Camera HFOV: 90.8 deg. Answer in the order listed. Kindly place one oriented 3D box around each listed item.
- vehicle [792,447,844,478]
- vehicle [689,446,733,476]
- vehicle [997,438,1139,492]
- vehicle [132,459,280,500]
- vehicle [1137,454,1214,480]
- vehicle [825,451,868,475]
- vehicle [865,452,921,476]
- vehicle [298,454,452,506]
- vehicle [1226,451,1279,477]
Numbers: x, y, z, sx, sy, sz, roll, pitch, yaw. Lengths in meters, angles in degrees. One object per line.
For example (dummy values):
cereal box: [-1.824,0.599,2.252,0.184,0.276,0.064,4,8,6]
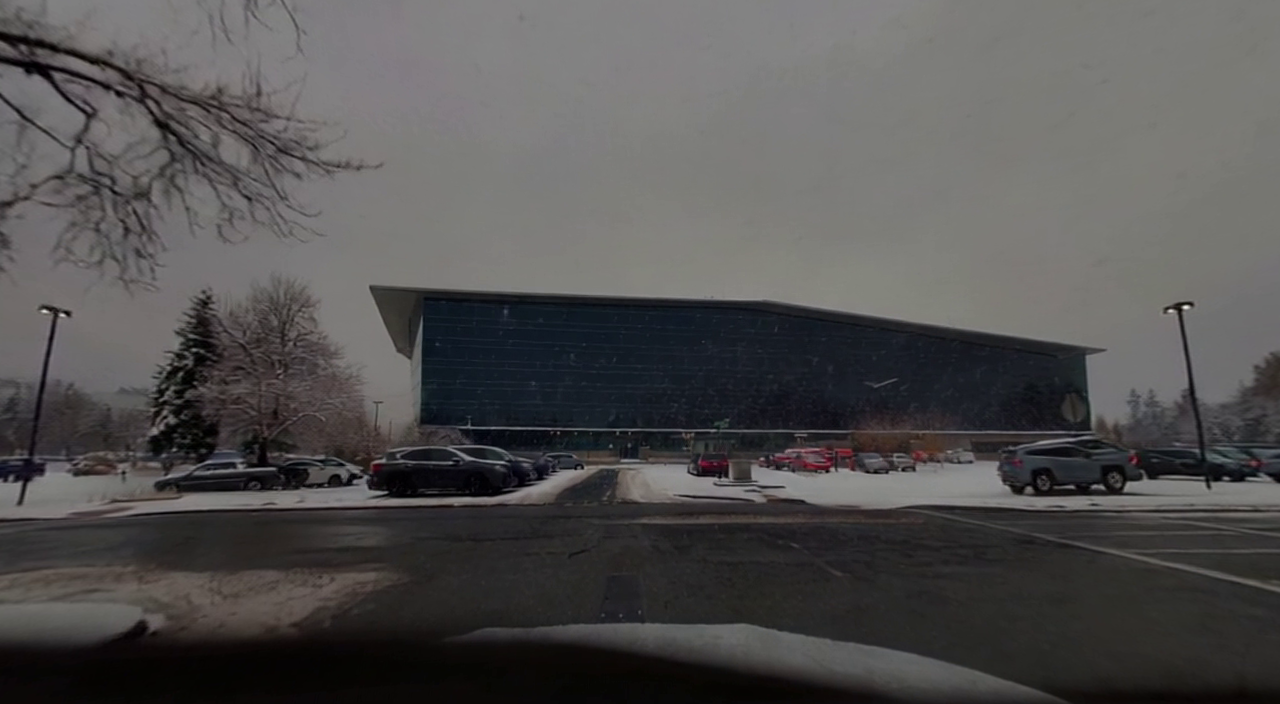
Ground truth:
vehicle: [10.524,6.544,37.659,1.936,1.673,4.305,0,-8,2]
vehicle: [4.546,7.051,41.186,2.262,1.794,5.331,0,-8,0]
vehicle: [16.477,4.356,24.757,2.048,1.852,4.998,0,-8,0]
vehicle: [-16.599,4.862,24.293,4.331,1.437,1.876,-1,-8,3]
vehicle: [31.232,6.681,36.946,1.519,1.371,3.278,0,-8,-1]
vehicle: [14.184,7.625,43.568,1.935,1.477,3.719,-1,-8,4]
vehicle: [17.093,7.550,42.882,1.971,1.478,4.477,0,-8,1]
vehicle: [-8.690,4.142,20.841,4.442,1.504,1.809,4,-10,-28]
vehicle: [36.955,6.489,36.775,1.678,1.423,4.191,-1,-9,1]
